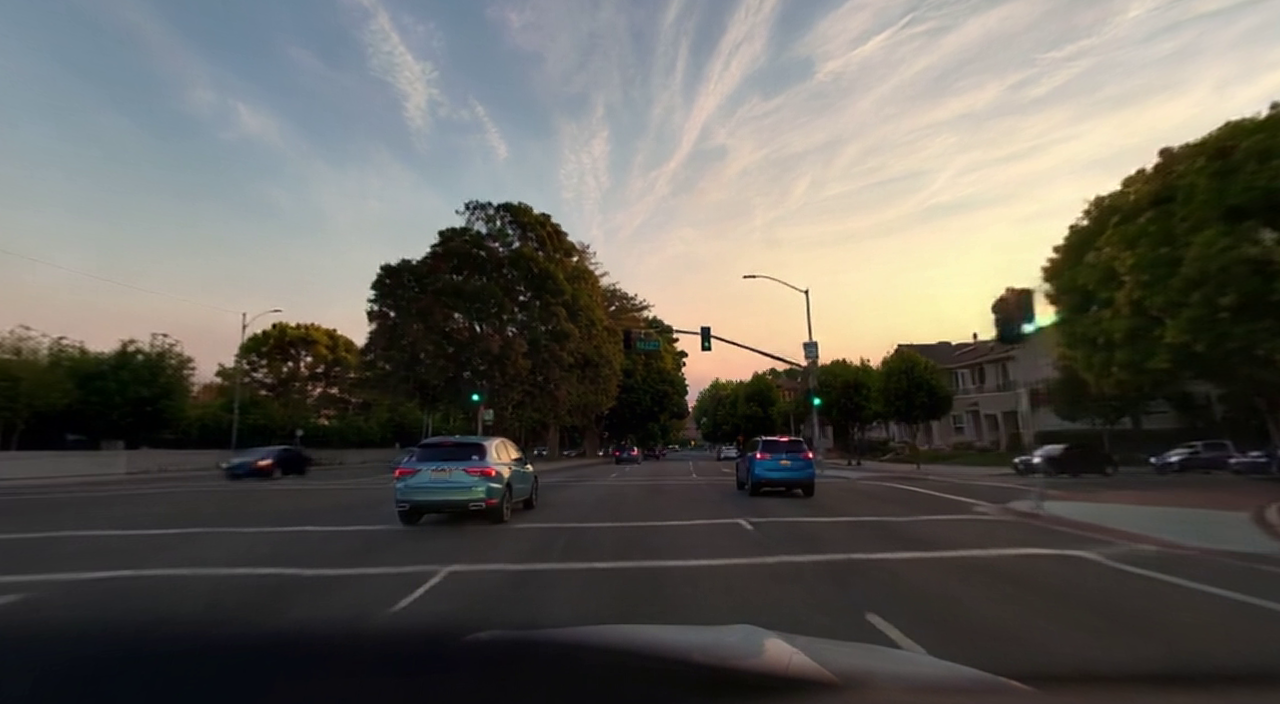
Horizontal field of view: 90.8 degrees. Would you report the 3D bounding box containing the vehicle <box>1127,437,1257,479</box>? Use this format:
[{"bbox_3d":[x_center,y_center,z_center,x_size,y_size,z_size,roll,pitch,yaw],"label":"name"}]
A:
[{"bbox_3d":[24.213,4.621,27.733,4.479,1.652,2.174,2,-9,-18],"label":"vehicle"}]

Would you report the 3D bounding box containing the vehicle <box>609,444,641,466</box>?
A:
[{"bbox_3d":[-1.093,7.806,48.040,1.988,1.569,4.202,-1,-8,4],"label":"vehicle"}]

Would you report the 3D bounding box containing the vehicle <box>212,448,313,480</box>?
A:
[{"bbox_3d":[-18.823,5.590,31.842,1.976,1.492,4.758,-1,-8,3],"label":"vehicle"}]

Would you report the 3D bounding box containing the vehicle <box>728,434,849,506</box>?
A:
[{"bbox_3d":[3.749,3.060,16.860,2.132,1.659,4.387,0,-8,0],"label":"vehicle"}]

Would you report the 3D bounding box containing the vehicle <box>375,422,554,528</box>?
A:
[{"bbox_3d":[-3.151,2.327,12.529,2.045,1.688,4.632,-1,-8,2],"label":"vehicle"}]

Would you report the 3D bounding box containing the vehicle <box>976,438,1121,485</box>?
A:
[{"bbox_3d":[16.404,4.354,25.420,4.922,1.630,2.094,1,-9,-17],"label":"vehicle"}]
